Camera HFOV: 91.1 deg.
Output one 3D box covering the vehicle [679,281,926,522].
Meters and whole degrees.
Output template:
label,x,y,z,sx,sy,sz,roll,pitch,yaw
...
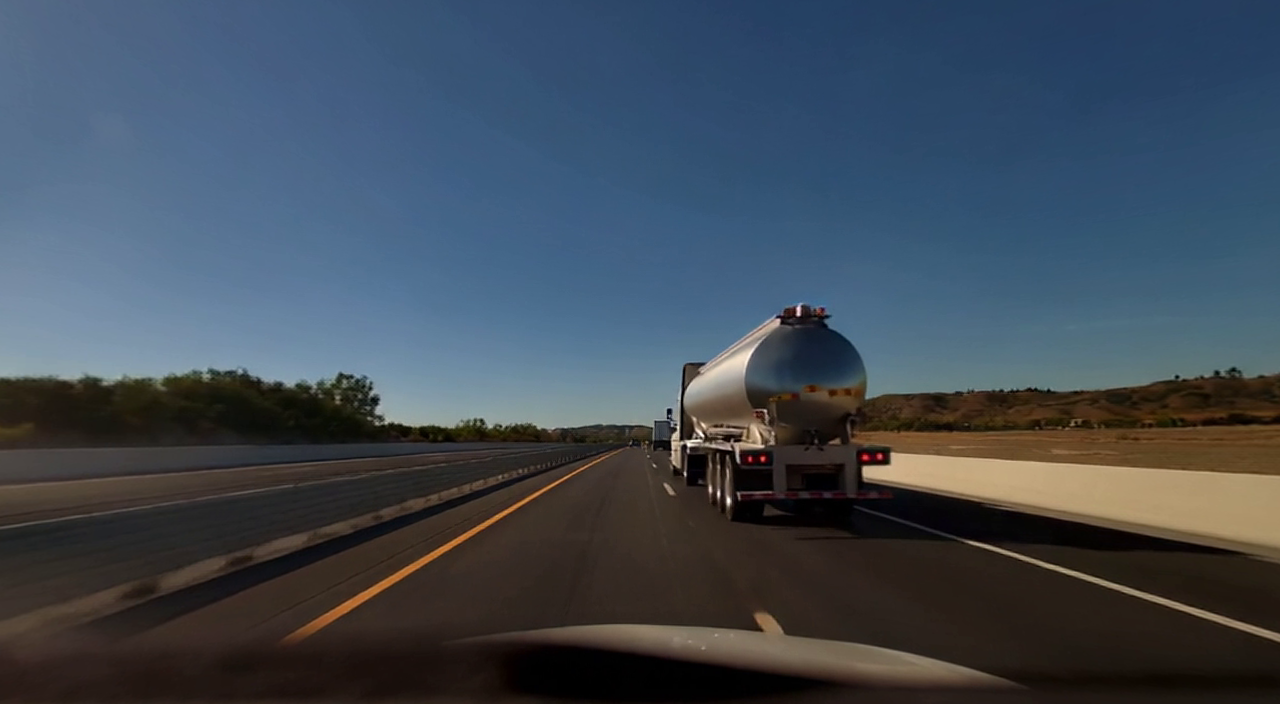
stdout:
label,x,y,z,sx,sy,sz,roll,pitch,yaw
vehicle,2.837,1.498,15.495,2.946,3.745,11.516,0,-8,0
